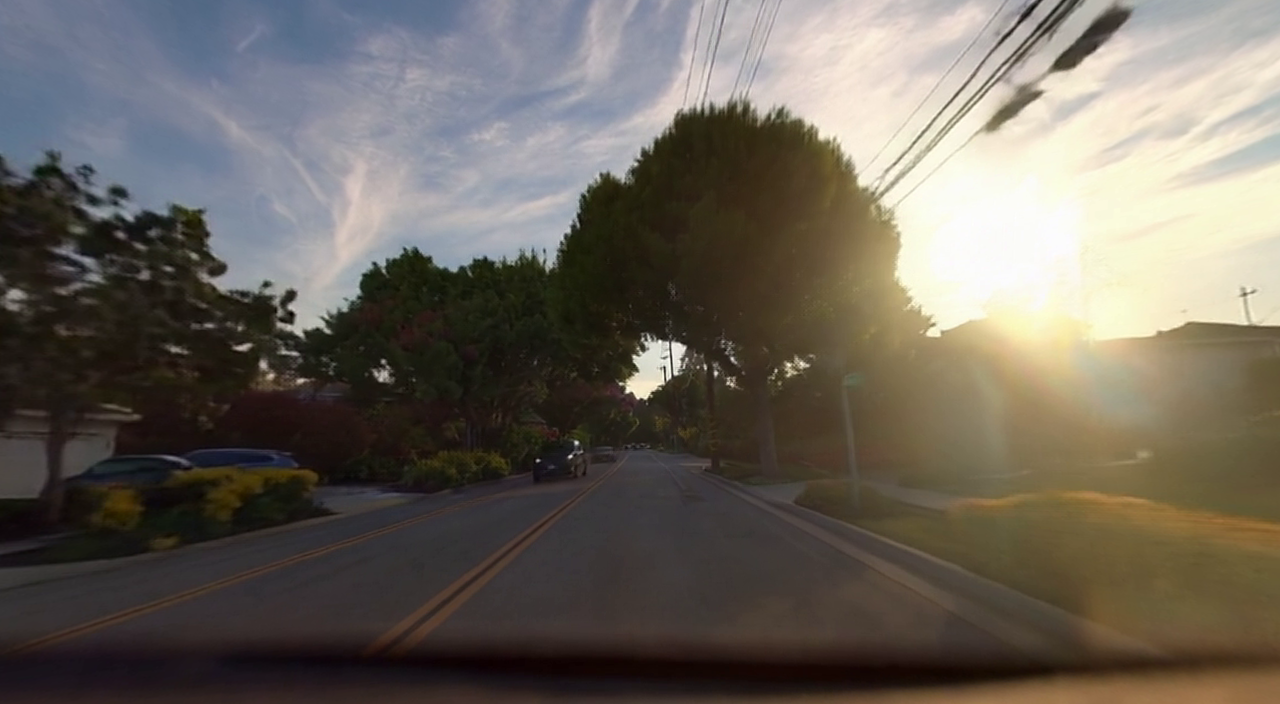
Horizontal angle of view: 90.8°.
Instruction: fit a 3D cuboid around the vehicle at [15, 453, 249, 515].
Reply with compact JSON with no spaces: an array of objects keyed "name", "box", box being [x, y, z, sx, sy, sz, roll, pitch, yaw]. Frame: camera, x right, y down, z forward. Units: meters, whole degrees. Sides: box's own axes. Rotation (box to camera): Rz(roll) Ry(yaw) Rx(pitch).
[{"name":"vehicle","box":[-14.095,3.657,17.833,4.554,1.535,2.261,0,-8,-4]}]
